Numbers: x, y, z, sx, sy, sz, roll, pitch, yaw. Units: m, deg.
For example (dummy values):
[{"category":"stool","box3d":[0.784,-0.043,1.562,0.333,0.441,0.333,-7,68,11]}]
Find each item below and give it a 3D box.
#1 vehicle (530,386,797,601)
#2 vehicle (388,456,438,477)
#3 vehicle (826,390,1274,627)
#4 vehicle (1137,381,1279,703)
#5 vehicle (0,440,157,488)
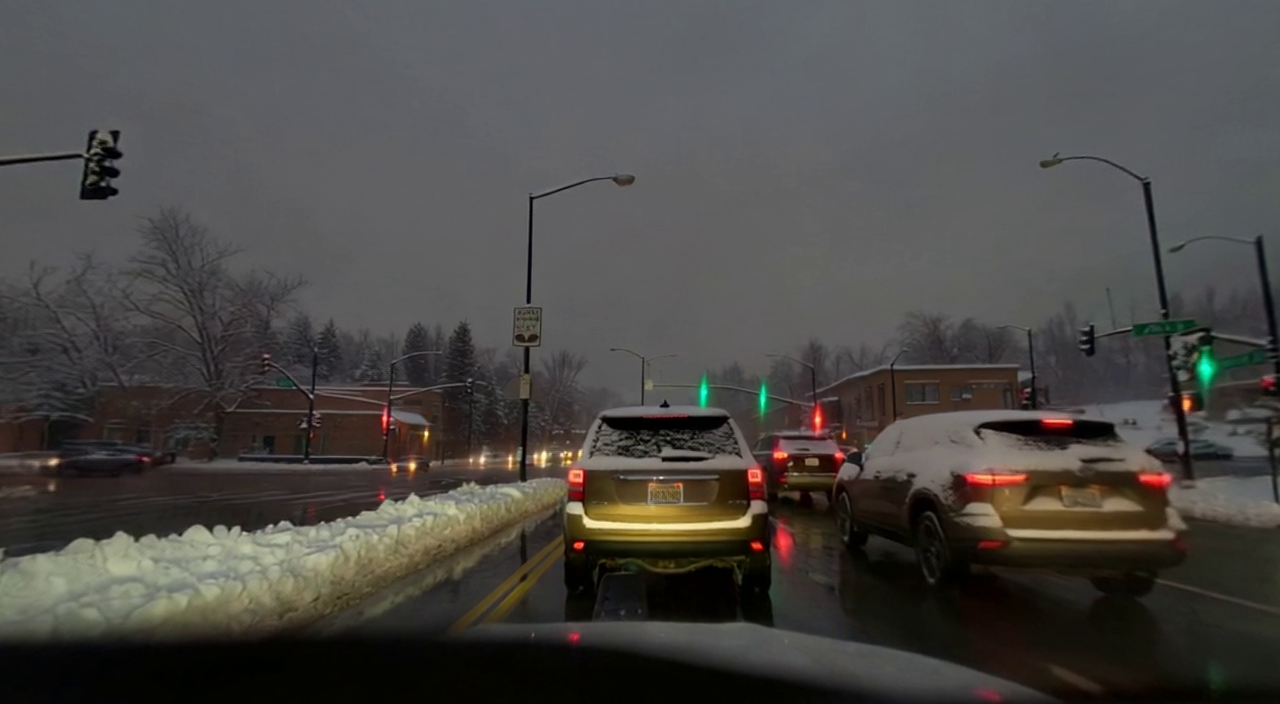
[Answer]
[{"category":"vehicle","box3d":[0.248,1.548,7.722,2.292,1.840,4.394,0,-9,1]},{"category":"vehicle","box3d":[-17.228,8.672,48.131,1.872,1.477,3.981,-1,-9,8]},{"category":"vehicle","box3d":[3.605,1.458,6.804,2.018,1.701,4.288,0,-9,2]},{"category":"vehicle","box3d":[3.103,0.579,0.241,2.056,1.516,4.776,0,-9,2]},{"category":"vehicle","box3d":[-24.553,4.849,27.547,5.062,1.946,2.243,0,-9,-1]}]
